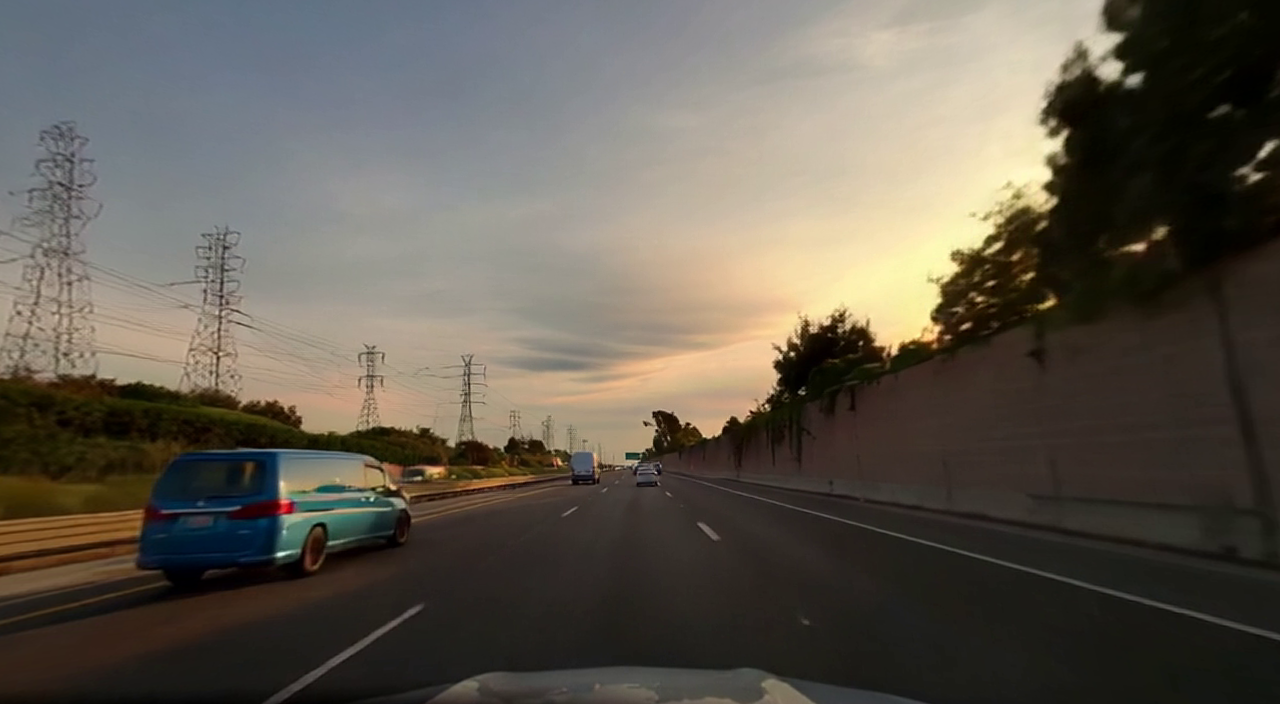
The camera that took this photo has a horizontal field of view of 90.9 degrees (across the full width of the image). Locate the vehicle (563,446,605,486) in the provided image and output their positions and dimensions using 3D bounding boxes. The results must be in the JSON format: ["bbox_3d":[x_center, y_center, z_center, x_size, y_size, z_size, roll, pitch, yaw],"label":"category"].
[{"bbox_3d":[-3.842,8.115,44.761,2.394,2.609,6.875,1,-10,0],"label":"vehicle"}]

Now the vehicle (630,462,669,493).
[{"bbox_3d":[0.454,6.817,34.423,2.006,1.554,3.863,1,-10,-1],"label":"vehicle"}]

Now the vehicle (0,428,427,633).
[{"bbox_3d":[-4.275,1.798,7.216,2.023,1.541,4.543,1,-10,1],"label":"vehicle"}]
